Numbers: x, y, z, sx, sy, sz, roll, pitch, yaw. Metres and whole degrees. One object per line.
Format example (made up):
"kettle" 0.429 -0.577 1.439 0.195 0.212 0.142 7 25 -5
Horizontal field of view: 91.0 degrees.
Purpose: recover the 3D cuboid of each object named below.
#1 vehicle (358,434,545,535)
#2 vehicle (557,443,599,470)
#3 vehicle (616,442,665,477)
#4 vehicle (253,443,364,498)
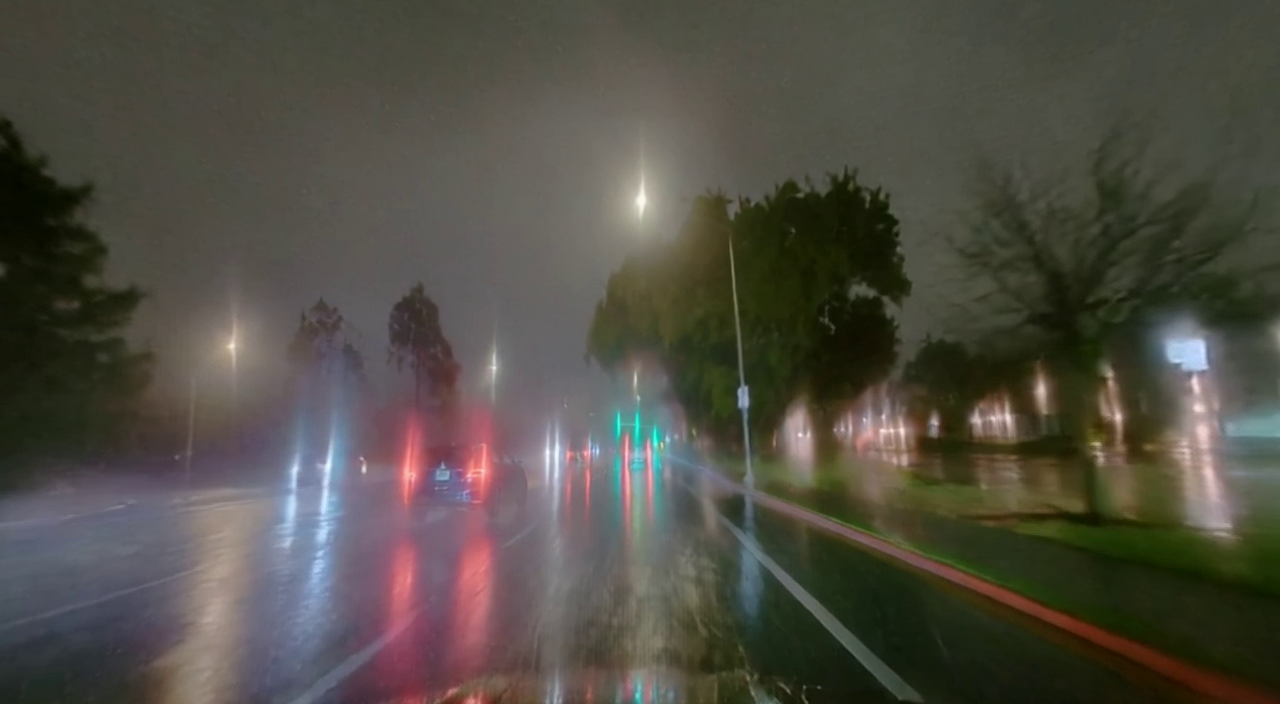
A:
"vehicle" -3.117 2.290 11.531 2.030 1.467 4.403 0 -9 0
"vehicle" -3.623 6.223 37.491 2.114 1.500 3.912 0 -9 0
"vehicle" 0.009 4.805 28.382 2.065 1.456 4.099 0 -9 0
"vehicle" -12.950 4.607 24.964 2.028 1.820 4.525 -4 -9 -1
